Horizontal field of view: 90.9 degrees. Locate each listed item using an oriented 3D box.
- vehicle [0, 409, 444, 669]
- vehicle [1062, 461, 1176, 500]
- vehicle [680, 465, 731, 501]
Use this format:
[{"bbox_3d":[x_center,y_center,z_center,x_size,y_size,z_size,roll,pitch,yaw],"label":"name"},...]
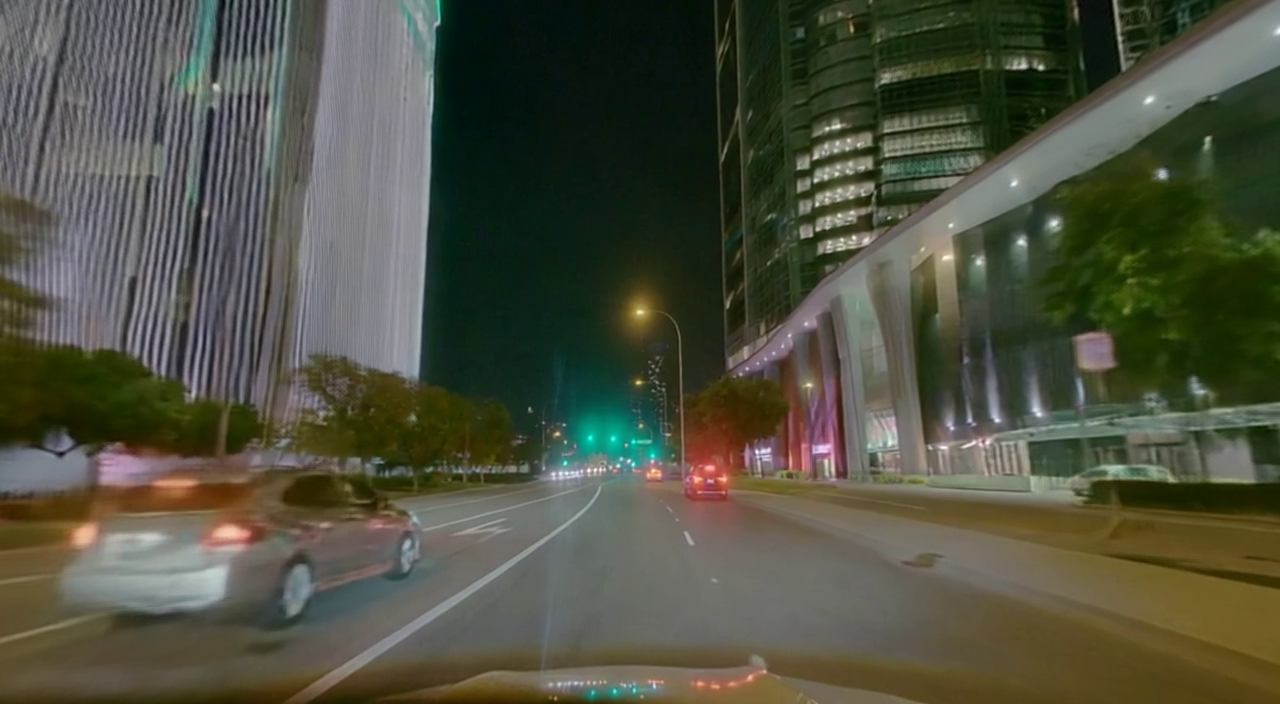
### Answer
[{"bbox_3d":[-3.629,1.601,6.287,1.956,1.680,4.126,0,-10,0],"label":"vehicle"},{"bbox_3d":[17.569,4.712,23.226,2.767,1.307,1.673,-1,-10,2],"label":"vehicle"},{"bbox_3d":[2.889,5.851,28.387,1.899,1.470,3.666,1,-10,0],"label":"vehicle"}]
